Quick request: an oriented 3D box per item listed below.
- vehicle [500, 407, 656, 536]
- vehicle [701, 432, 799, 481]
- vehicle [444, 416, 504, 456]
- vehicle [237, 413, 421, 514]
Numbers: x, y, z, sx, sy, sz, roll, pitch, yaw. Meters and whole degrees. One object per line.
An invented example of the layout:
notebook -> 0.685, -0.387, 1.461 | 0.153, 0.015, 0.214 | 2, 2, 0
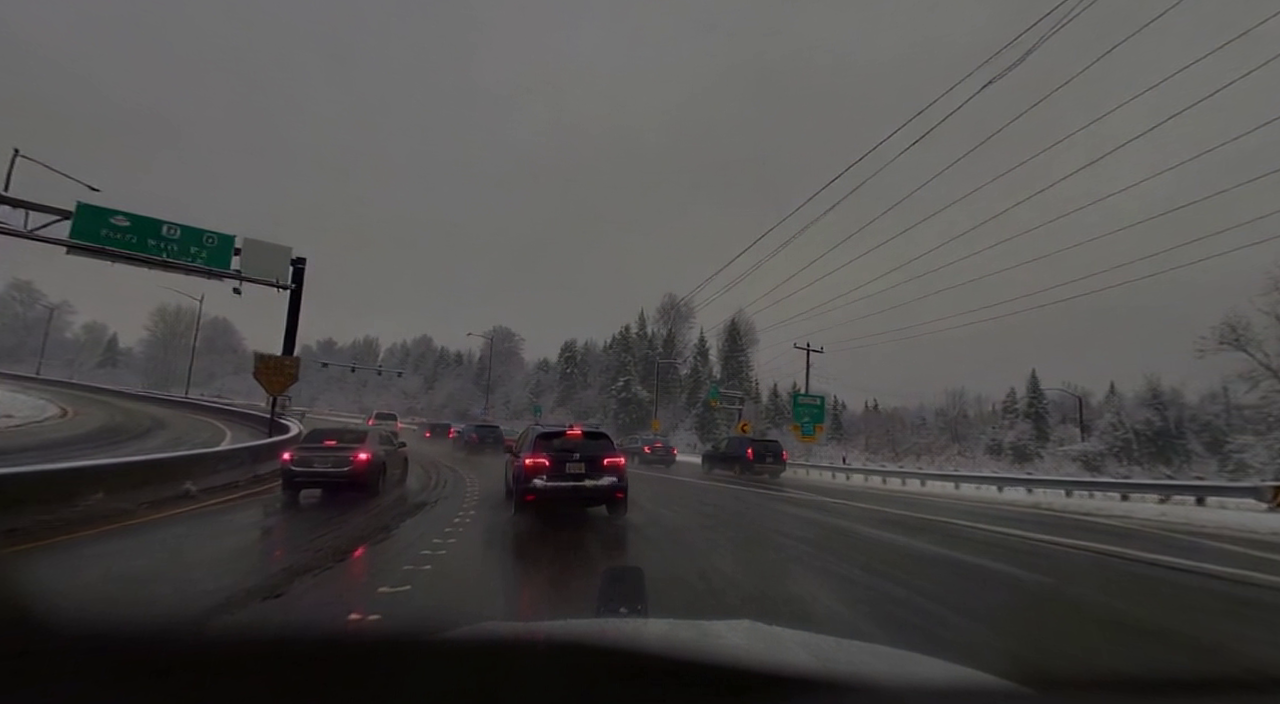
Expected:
vehicle -> -1.283, 1.952, 10.871 | 2.140, 1.724, 4.304 | 2, -9, -12
vehicle -> 4.410, 4.297, 26.129 | 2.079, 1.807, 4.682 | 2, -9, -17
vehicle -> -8.283, 4.193, 31.153 | 2.042, 1.817, 4.650 | 4, -9, -24
vehicle -> -5.561, 2.050, 12.026 | 2.033, 1.501, 4.623 | 2, -9, -12
